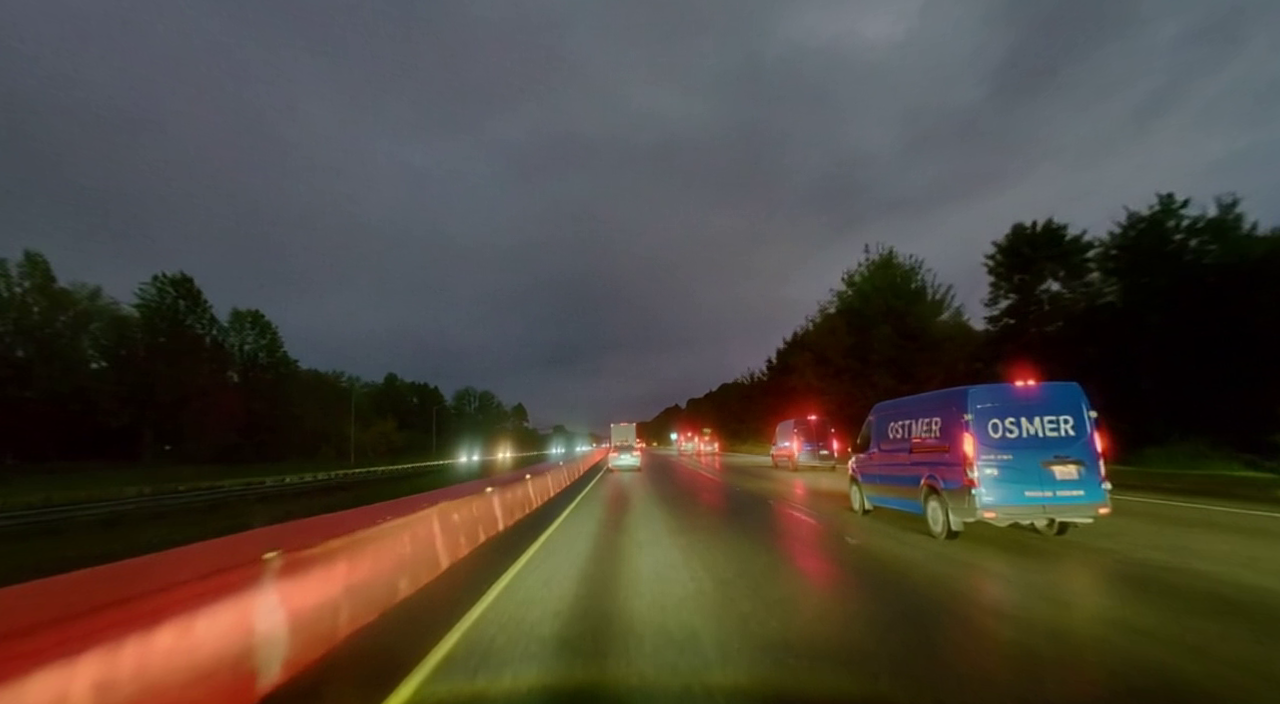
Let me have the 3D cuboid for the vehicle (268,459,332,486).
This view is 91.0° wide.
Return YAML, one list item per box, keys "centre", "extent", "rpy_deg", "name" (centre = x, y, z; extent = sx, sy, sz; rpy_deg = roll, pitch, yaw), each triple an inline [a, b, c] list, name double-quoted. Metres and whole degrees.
- centre: [-21.701, 7.691, 40.405]
  extent: [1.789, 1.453, 4.243]
  rpy_deg: [0, -8, -1]
  name: "vehicle"

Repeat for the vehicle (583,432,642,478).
- centre: [-1.039, 3.985, 24.513]
  extent: [2.100, 1.636, 3.620]
  rpy_deg: [0, -8, -2]
  name: "vehicle"

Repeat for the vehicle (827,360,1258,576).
- centre: [4.545, 1.433, 8.512]
  extent: [2.223, 2.008, 5.121]
  rpy_deg: [0, -8, -3]
  name: "vehicle"
